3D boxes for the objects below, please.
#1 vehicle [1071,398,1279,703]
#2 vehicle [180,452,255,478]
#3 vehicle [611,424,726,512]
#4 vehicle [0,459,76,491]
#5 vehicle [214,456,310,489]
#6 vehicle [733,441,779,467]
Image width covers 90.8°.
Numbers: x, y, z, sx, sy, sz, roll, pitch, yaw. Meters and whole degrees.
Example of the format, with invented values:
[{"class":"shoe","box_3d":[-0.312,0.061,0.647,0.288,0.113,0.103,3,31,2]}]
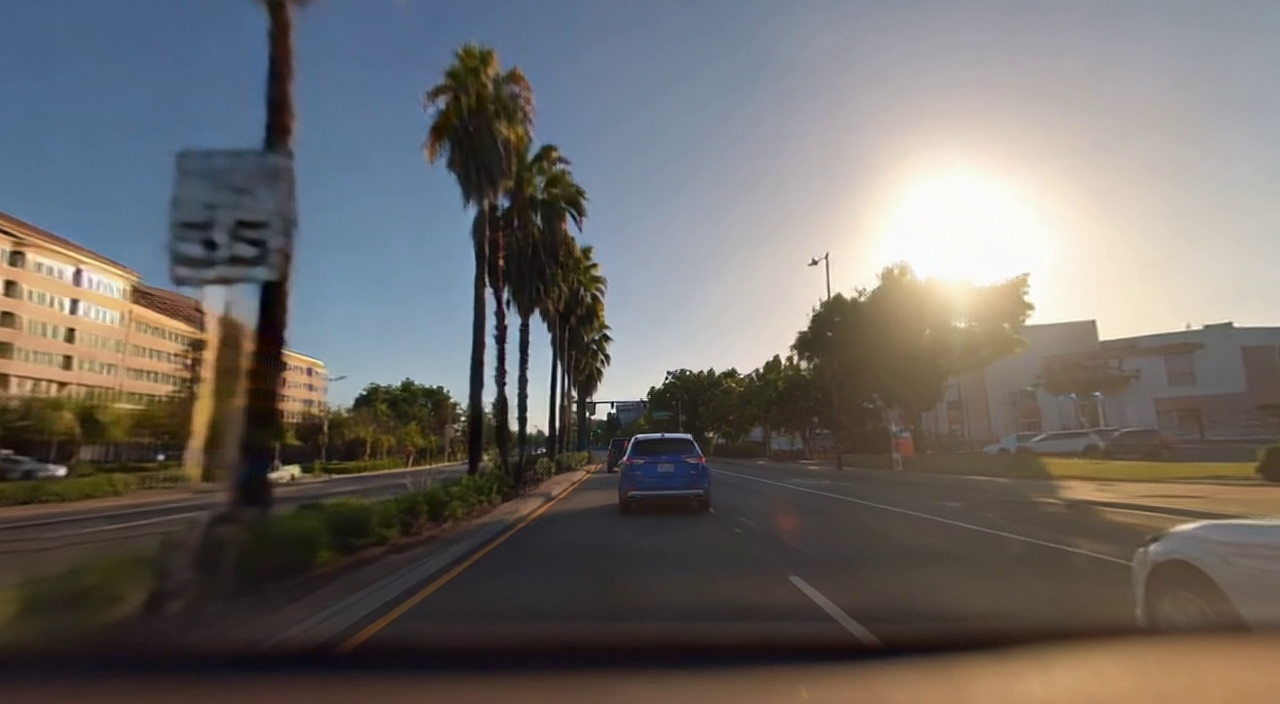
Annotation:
[{"class":"vehicle","box_3d":[3.756,0.790,1.723,1.941,1.472,4.570,0,-8,0]},{"class":"vehicle","box_3d":[-29.387,7.822,44.071,2.288,1.552,4.195,-1,-8,1]},{"class":"vehicle","box_3d":[0.463,2.587,14.559,2.239,1.693,4.301,0,-8,-3]},{"class":"vehicle","box_3d":[-31.367,6.206,32.122,1.765,1.417,3.827,0,-8,0]},{"class":"vehicle","box_3d":[-19.441,6.188,32.776,1.848,1.460,4.641,-1,-8,4]},{"class":"vehicle","box_3d":[6.979,6.152,38.426,1.930,1.457,4.267,0,-8,-2]}]
